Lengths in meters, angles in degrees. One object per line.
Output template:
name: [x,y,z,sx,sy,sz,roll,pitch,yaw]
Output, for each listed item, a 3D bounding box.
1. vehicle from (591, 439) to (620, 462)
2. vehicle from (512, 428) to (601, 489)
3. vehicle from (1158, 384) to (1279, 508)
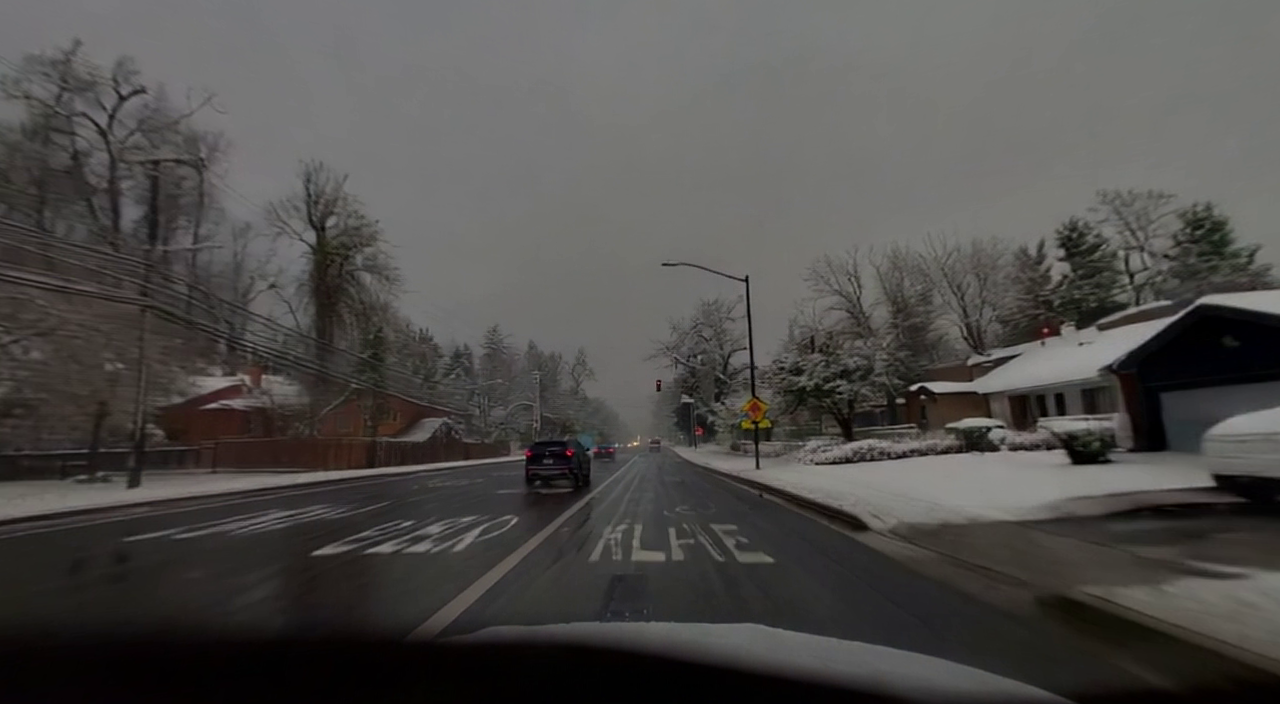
vehicle: [-2.354,6.840,43.853,1.802,1.528,3.490,0,-8,1]
vehicle: [-2.614,3.461,20.818,2.190,1.766,4.394,0,-8,2]
vehicle: [9.953,1.264,8.494,4.233,1.501,1.927,0,-8,-2]
